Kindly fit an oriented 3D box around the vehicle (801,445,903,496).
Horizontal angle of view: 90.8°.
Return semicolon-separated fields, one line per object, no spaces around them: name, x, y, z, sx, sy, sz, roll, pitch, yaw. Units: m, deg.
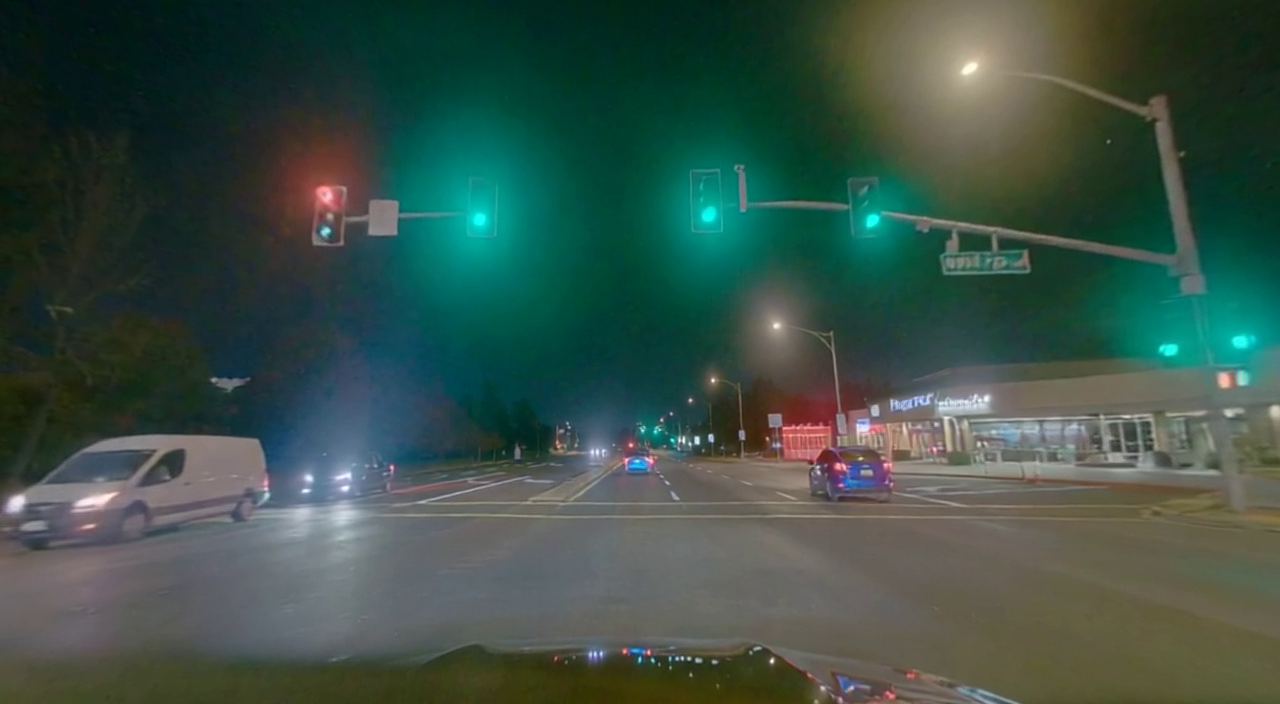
vehicle;6.744;3.788;20.604;1.849;1.464;4.119;0;-8;0

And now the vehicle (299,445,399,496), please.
vehicle;-10.937;4.436;24.103;1.911;1.779;4.067;0;-8;-1

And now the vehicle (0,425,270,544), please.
vehicle;-10.920;2.715;13.800;2.345;2.052;5.396;0;-8;0

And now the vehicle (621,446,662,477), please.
vehicle;0.028;5.716;33.252;2.027;1.494;3.942;0;-8;-1
